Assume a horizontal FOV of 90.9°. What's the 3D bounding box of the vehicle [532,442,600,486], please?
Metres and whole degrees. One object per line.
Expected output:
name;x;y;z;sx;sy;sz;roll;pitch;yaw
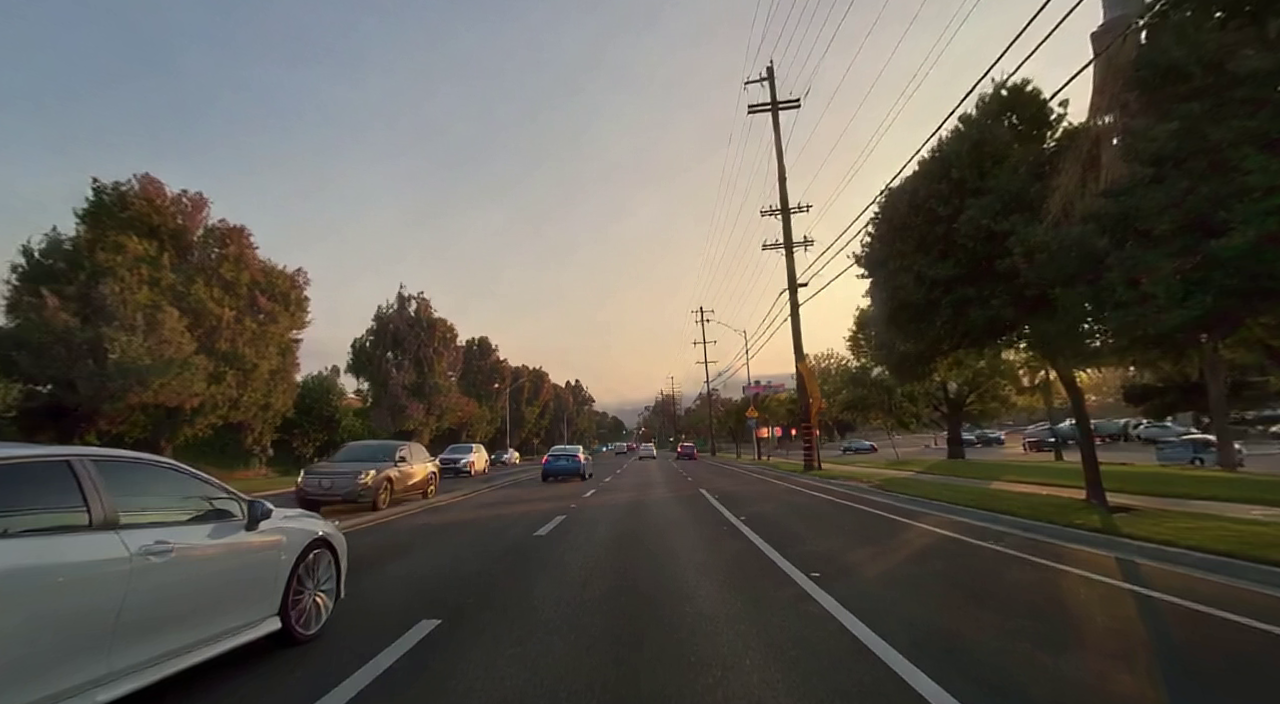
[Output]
vehicle;-2.634;4.105;23.361;1.982;1.451;4.152;0;-9;1

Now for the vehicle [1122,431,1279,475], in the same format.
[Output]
vehicle;20.348;3.654;22.899;4.001;1.471;1.986;0;-9;-3

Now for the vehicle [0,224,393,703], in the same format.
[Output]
vehicle;-3.023;0.611;1.689;2.381;1.961;5.563;0;-9;1

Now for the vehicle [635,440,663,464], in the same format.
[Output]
vehicle;0.676;7.862;49.802;2.155;1.781;3.977;0;-9;0

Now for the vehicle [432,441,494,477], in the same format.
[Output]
vehicle;-9.457;5.732;34.096;2.030;1.772;4.513;-2;-9;1
